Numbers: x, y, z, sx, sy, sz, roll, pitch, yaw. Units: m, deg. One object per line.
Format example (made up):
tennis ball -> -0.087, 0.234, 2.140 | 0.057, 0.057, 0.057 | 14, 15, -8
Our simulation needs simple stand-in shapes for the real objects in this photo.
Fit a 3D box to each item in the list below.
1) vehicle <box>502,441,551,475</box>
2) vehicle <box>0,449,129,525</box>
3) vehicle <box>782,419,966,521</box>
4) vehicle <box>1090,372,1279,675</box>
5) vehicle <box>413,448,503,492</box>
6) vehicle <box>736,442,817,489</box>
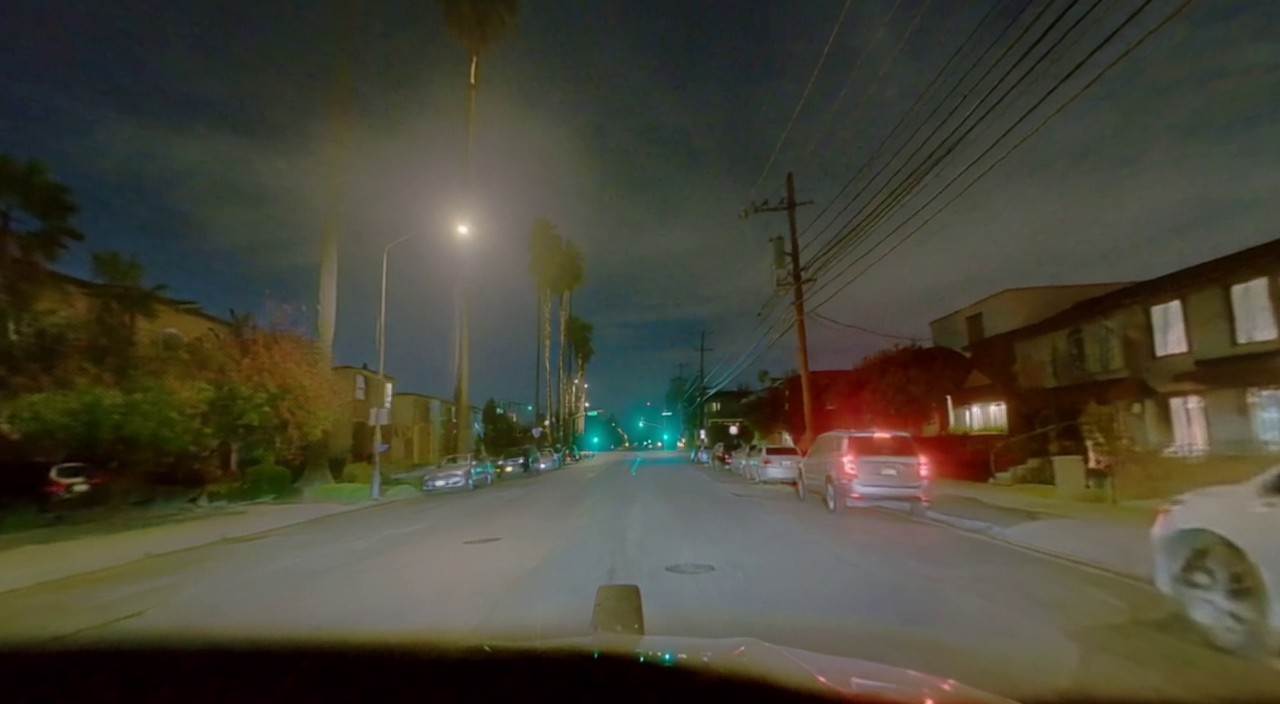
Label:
vehicle -> -7.042, 6.611, 39.716 | 2.077, 1.888, 4.551 | -2, -8, 2
vehicle -> -14.138, 2.910, 13.802 | 4.305, 1.505, 1.793 | 0, -8, 0
vehicle -> 4.792, 2.495, 13.947 | 2.115, 1.826, 4.871 | 0, -8, -1
vehicle -> 4.767, 0.873, 2.817 | 1.922, 1.761, 4.633 | 0, -8, -2
vehicle -> -6.960, 4.536, 24.714 | 2.013, 1.483, 4.645 | -1, -8, 2
vehicle -> 4.881, 4.105, 23.225 | 1.795, 1.424, 4.327 | -4, -8, -2
